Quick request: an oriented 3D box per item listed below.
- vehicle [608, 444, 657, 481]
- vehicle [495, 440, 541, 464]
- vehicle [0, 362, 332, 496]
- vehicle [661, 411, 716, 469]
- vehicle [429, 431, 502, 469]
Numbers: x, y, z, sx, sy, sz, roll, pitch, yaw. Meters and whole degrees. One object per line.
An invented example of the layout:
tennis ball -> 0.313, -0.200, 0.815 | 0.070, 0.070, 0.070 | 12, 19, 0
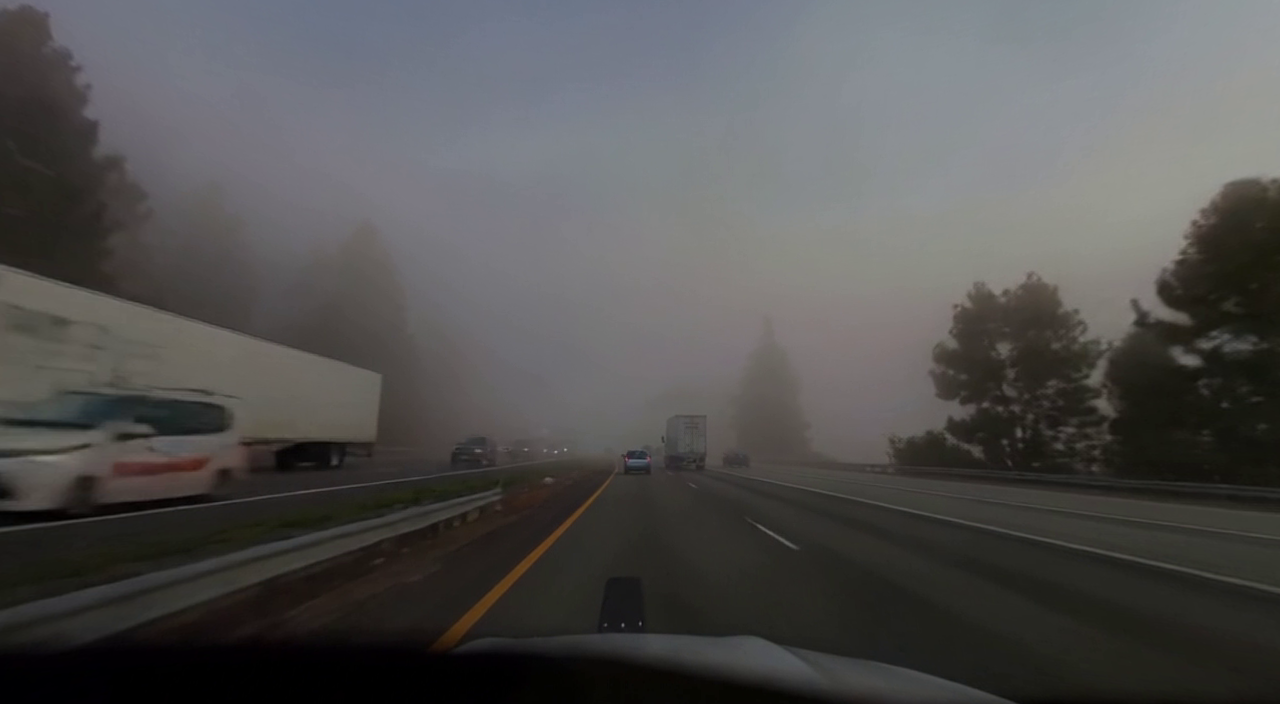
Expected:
vehicle -> -0.372, 5.179, 29.618 | 2.111, 1.599, 3.859 | 0, -9, -1
vehicle -> -7.789, 6.424, 40.647 | 2.183, 1.457, 3.987 | 0, -9, 0
vehicle -> -8.041, 1.444, 11.181 | 2.382, 1.802, 5.288 | 0, -9, 1
vehicle -> 3.576, 7.101, 49.988 | 2.931, 4.009, 12.800 | 0, -9, -2
vehicle -> -7.327, 4.201, 26.885 | 1.928, 1.473, 4.170 | 0, -9, -1
